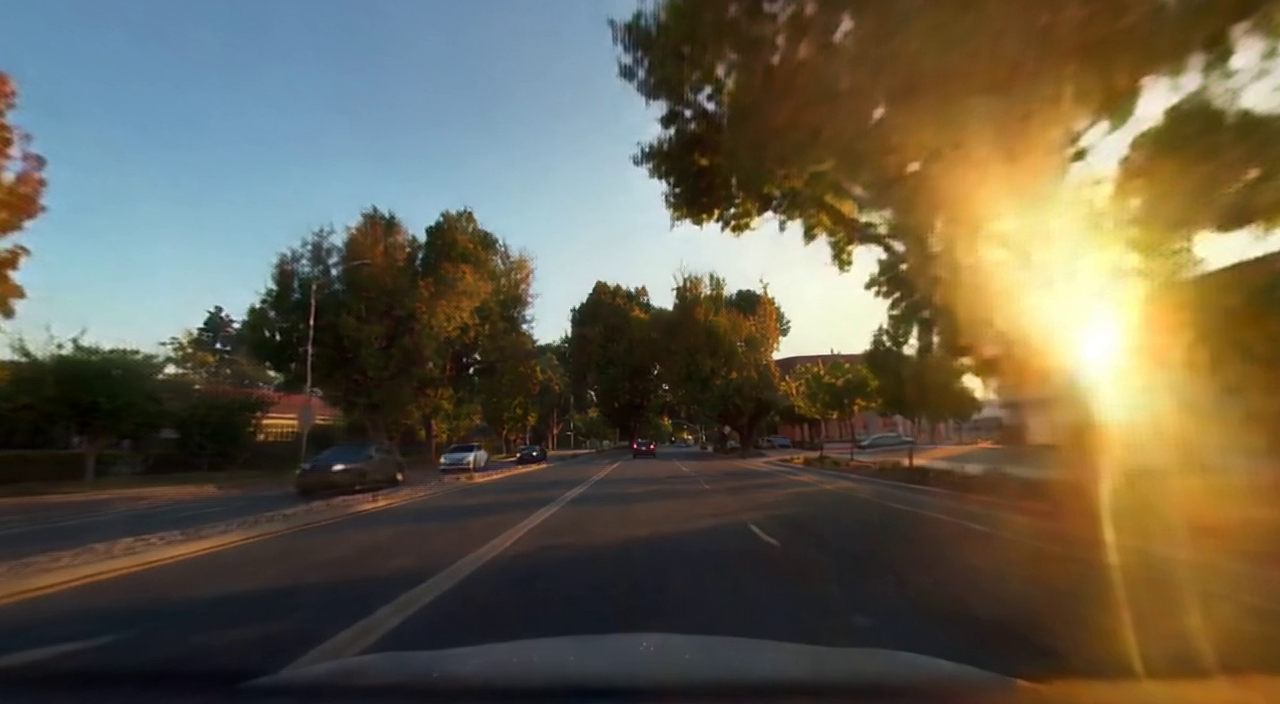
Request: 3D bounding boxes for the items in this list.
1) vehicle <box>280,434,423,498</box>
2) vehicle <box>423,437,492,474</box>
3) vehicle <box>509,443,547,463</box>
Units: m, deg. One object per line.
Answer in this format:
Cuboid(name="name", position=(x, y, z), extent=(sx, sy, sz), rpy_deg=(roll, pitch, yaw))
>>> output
Cuboid(name="vehicle", position=(-8.833, 3.507, 19.858), extent=(2.250, 1.747, 4.492), rpy_deg=(-1, -8, 2))
Cuboid(name="vehicle", position=(-9.678, 5.521, 33.907), extent=(2.230, 1.777, 4.797), rpy_deg=(0, -8, 1))
Cuboid(name="vehicle", position=(-8.465, 7.664, 48.065), extent=(1.946, 1.470, 4.443), rpy_deg=(-1, -8, 2))
